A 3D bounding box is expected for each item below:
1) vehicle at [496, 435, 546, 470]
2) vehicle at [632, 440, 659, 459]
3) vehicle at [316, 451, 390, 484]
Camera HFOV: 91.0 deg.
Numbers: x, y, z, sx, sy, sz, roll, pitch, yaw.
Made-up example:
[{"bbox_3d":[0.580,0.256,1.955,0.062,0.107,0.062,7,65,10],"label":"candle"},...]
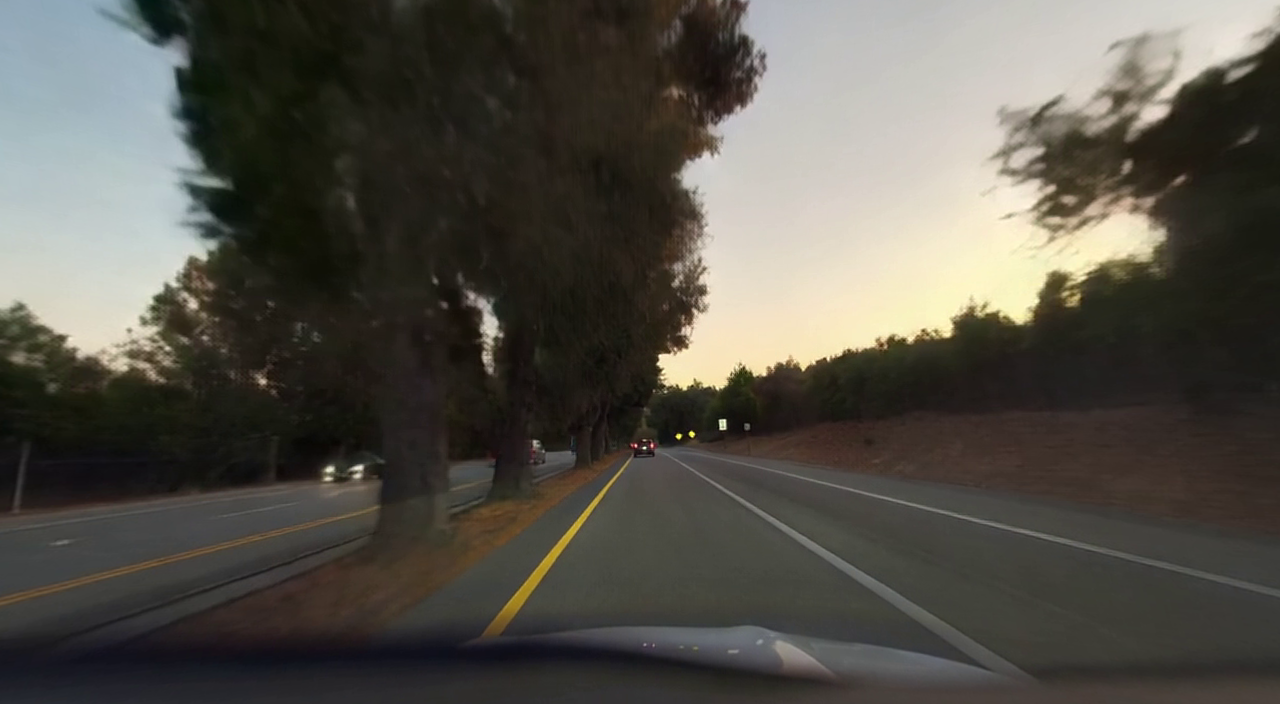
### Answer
[{"bbox_3d":[-7.010,5.958,37.519,2.068,1.897,4.372,0,-8,1],"label":"vehicle"},{"bbox_3d":[0.420,7.660,49.460,2.061,1.469,3.782,0,-8,0],"label":"vehicle"},{"bbox_3d":[-14.449,5.798,31.931,1.805,1.513,3.939,0,-8,1],"label":"vehicle"}]
